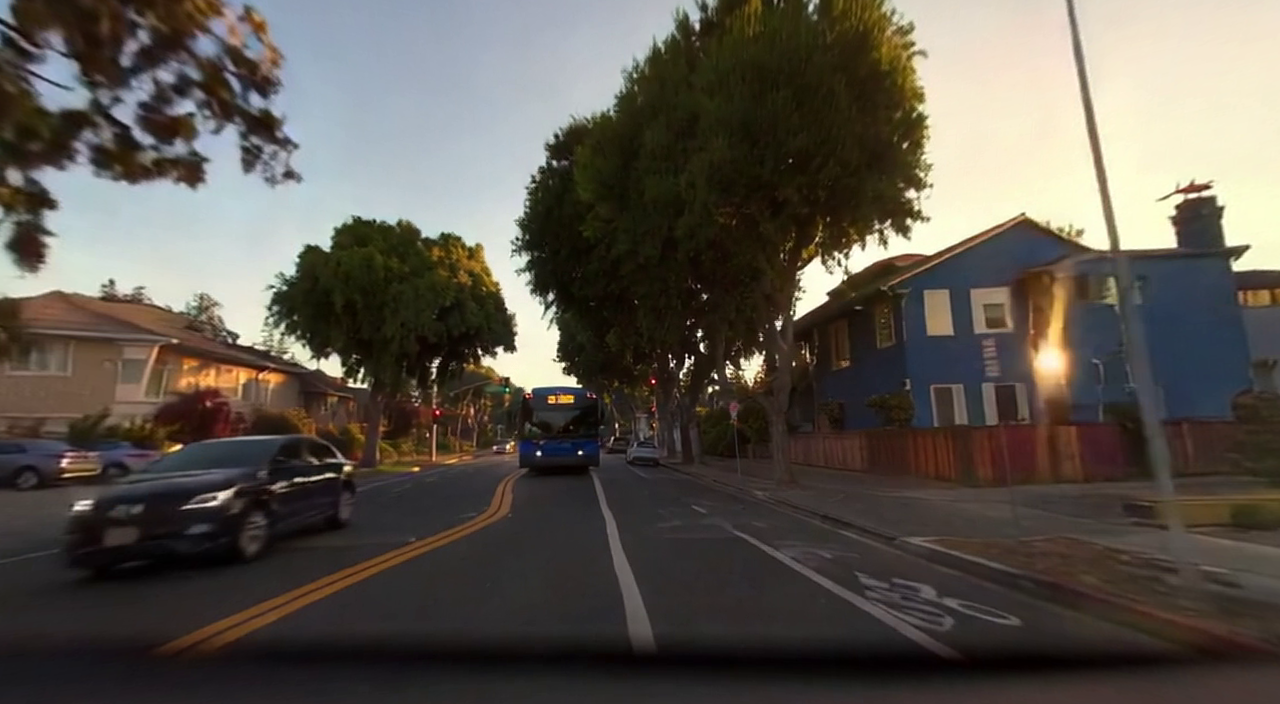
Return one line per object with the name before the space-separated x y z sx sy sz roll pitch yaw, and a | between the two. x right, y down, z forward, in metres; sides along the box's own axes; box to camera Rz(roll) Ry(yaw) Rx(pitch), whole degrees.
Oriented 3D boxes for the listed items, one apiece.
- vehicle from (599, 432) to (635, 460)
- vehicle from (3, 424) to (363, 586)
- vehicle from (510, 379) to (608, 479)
vehicle | -1.570 6.204 41.848 2.097 1.675 3.905 3 -8 -4
vehicle | -5.405 1.805 8.368 1.925 1.489 4.235 -1 -8 -6
vehicle | -3.114 3.477 27.589 3.031 3.200 13.052 3 -8 -3
